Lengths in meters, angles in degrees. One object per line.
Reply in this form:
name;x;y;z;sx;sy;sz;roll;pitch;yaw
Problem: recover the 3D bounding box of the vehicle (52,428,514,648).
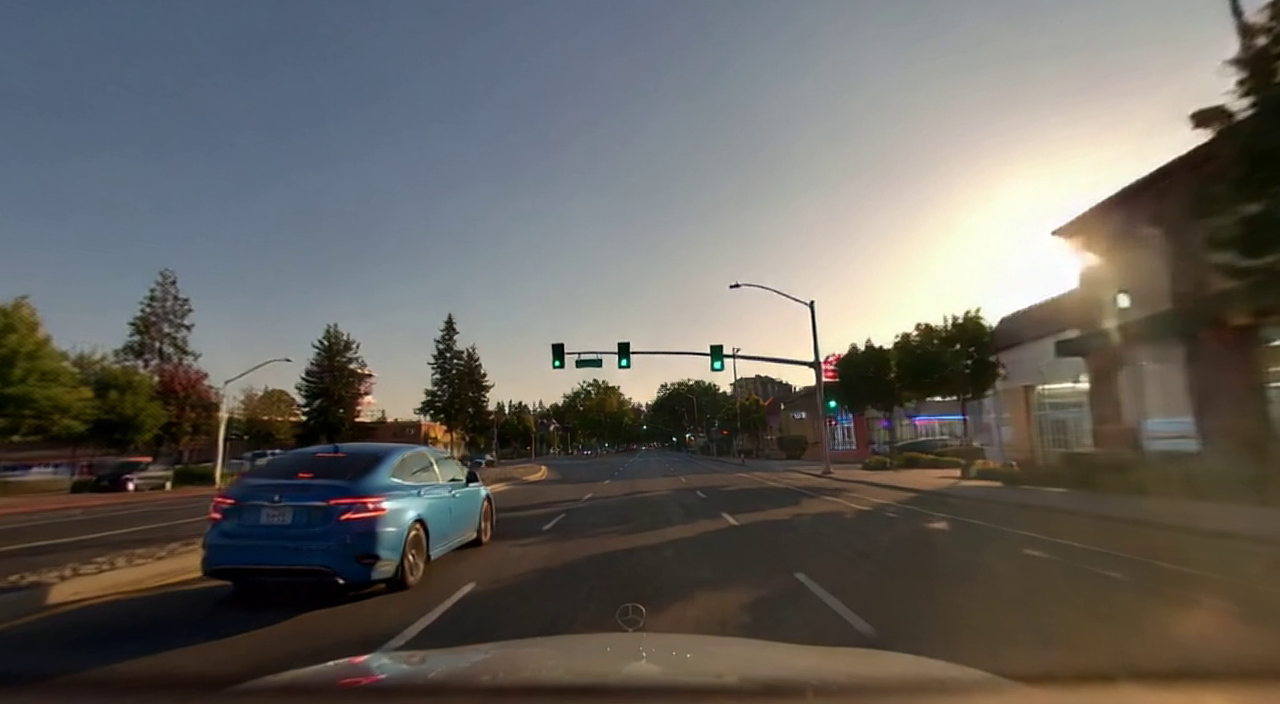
vehicle;-2.886;1.600;6.632;2.082;1.460;4.636;0;-8;1
